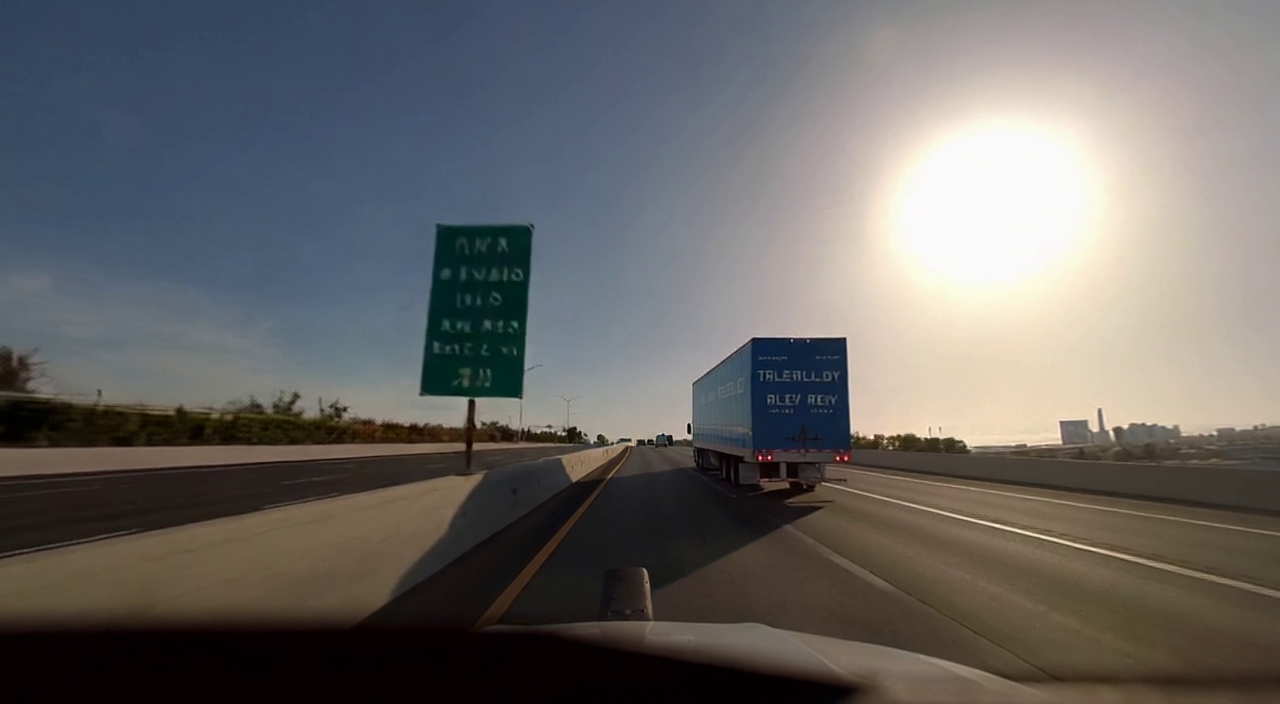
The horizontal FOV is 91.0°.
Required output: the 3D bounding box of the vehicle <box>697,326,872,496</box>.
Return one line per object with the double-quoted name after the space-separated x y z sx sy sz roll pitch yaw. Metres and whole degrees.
4.107 2.401 22.259 3.006 4.093 14.142 0 -8 1 "vehicle"
